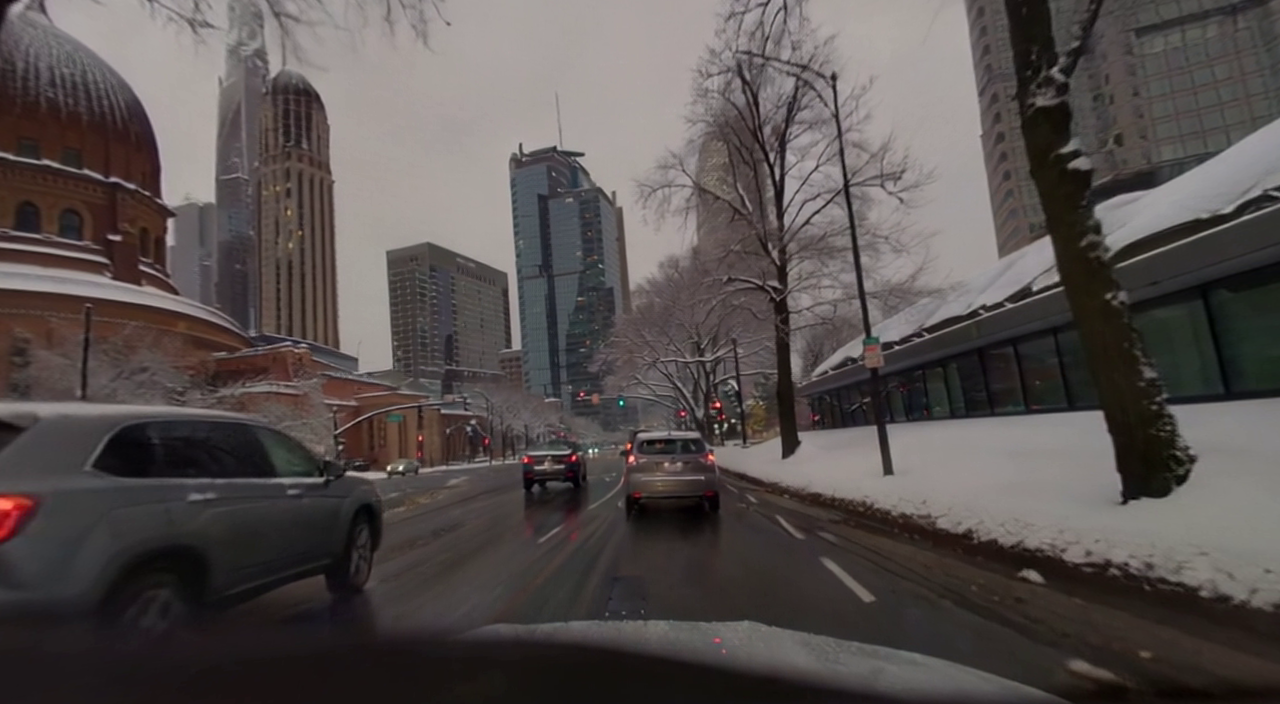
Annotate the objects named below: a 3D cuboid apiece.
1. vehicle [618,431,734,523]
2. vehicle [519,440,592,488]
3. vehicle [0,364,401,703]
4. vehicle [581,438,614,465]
[{"bbox_3d":[0.563,2.375,12.451,1.933,1.504,3.802,0,-9,-1],"label":"vehicle"},{"bbox_3d":[-2.853,3.891,22.221,1.961,1.517,4.202,0,-9,0],"label":"vehicle"},{"bbox_3d":[-3.258,1.136,4.163,1.848,1.641,3.686,0,-9,1],"label":"vehicle"},{"bbox_3d":[-2.944,7.012,44.407,1.969,1.764,4.160,0,-9,0],"label":"vehicle"}]
